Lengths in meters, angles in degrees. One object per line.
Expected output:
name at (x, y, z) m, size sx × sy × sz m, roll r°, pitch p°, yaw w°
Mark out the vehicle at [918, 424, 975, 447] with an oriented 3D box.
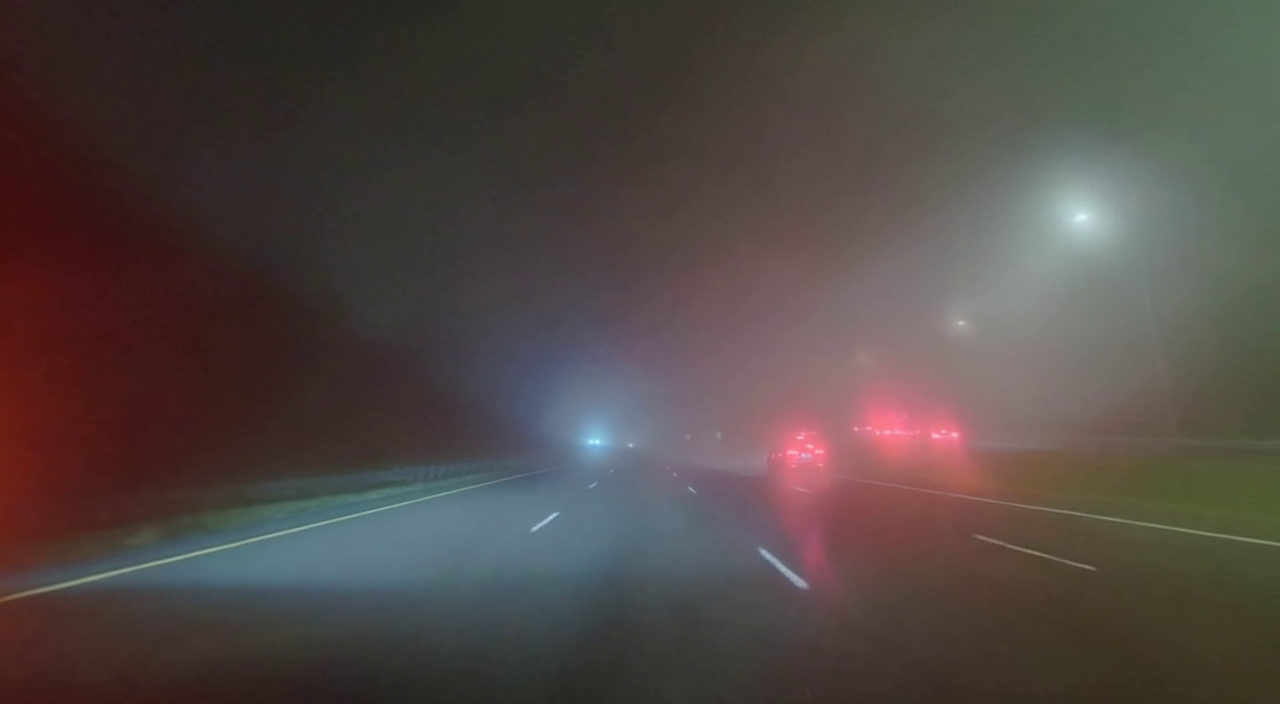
vehicle at (23.761, 6.512, 49.017) m, size 2.235 × 1.713 × 4.397 m, roll 0°, pitch -8°, yaw 1°
